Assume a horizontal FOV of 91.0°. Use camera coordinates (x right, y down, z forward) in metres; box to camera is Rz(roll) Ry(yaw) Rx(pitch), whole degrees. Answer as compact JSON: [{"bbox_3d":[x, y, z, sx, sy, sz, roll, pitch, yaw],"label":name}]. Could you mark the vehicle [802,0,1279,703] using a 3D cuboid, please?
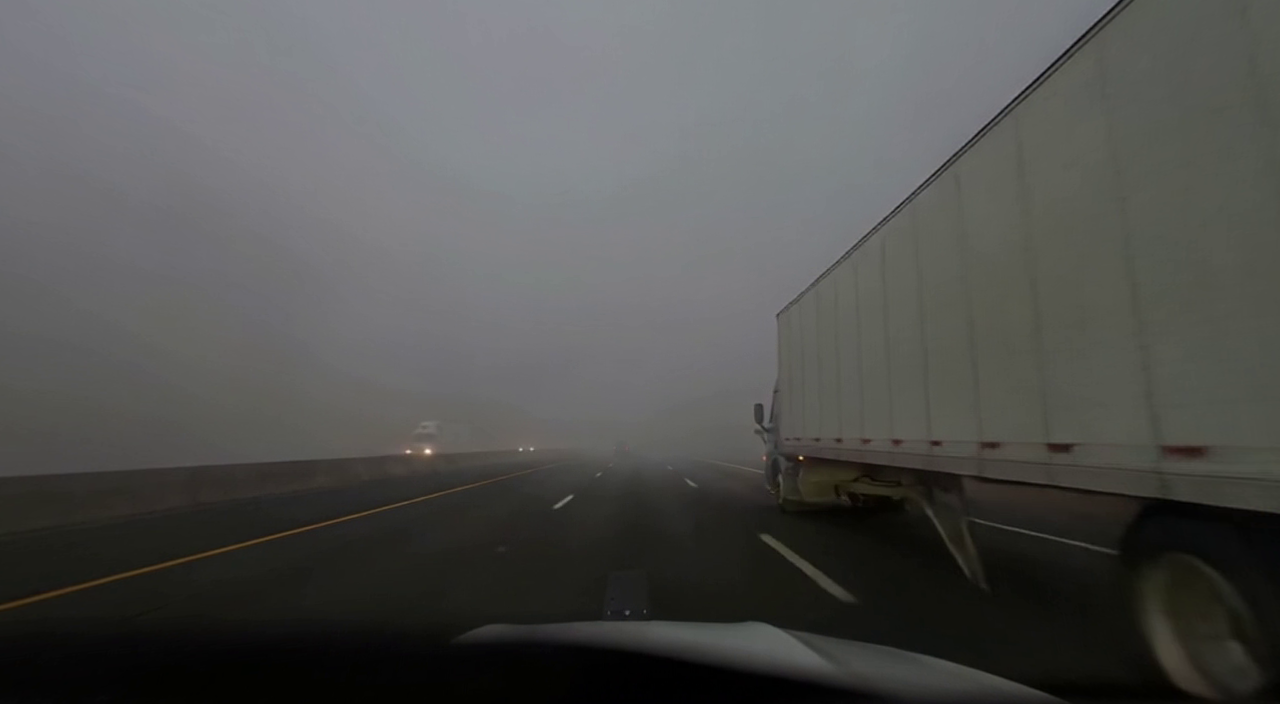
[{"bbox_3d":[4.035,0.004,4.028,2.870,3.768,11.872,0,-8,0],"label":"vehicle"}]
